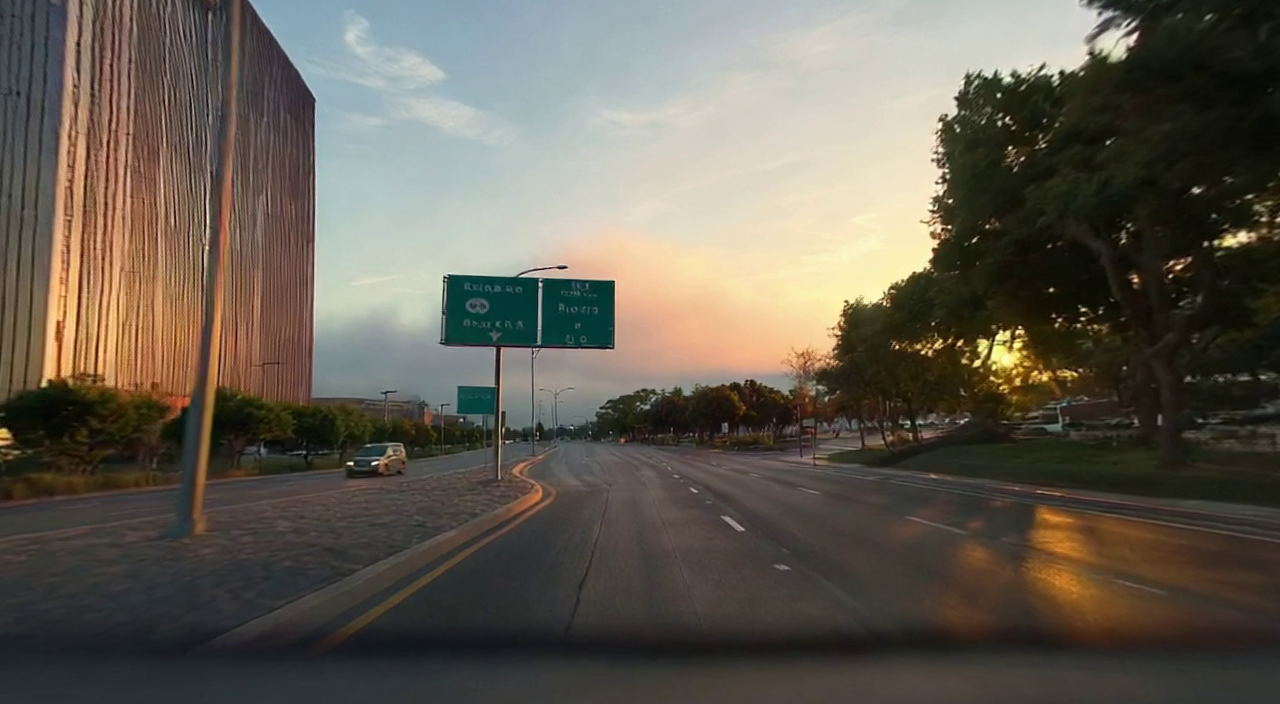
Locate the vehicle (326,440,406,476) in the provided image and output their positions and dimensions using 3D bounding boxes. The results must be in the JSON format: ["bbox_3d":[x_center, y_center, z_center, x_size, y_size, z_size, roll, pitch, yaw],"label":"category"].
[{"bbox_3d":[-14.435,5.608,33.647,2.105,1.774,4.800,0,-8,0],"label":"vehicle"}]
